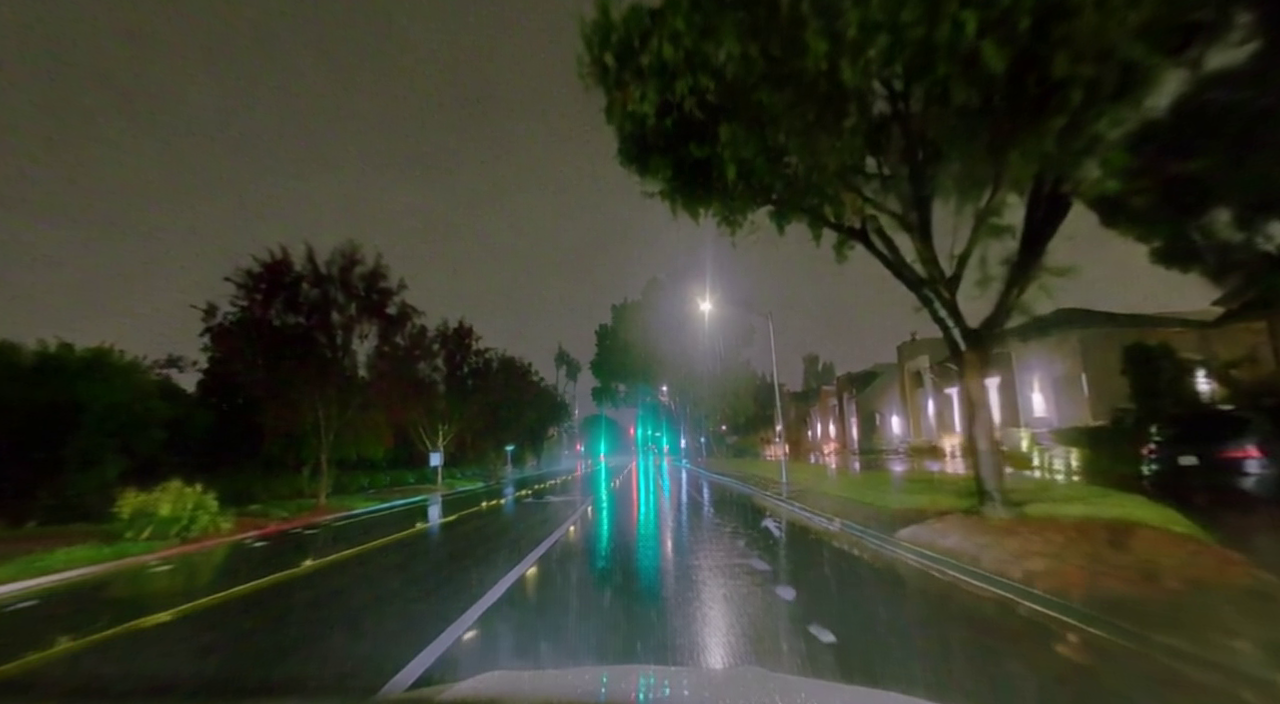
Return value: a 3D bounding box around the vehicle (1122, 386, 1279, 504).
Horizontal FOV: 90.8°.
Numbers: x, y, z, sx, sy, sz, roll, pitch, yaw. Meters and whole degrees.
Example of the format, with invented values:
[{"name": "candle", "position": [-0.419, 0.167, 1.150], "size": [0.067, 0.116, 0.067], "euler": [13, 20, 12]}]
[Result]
[{"name": "vehicle", "position": [10.935, 1.406, 9.608], "size": [2.187, 1.786, 5.323], "euler": [2, -9, -16]}]
